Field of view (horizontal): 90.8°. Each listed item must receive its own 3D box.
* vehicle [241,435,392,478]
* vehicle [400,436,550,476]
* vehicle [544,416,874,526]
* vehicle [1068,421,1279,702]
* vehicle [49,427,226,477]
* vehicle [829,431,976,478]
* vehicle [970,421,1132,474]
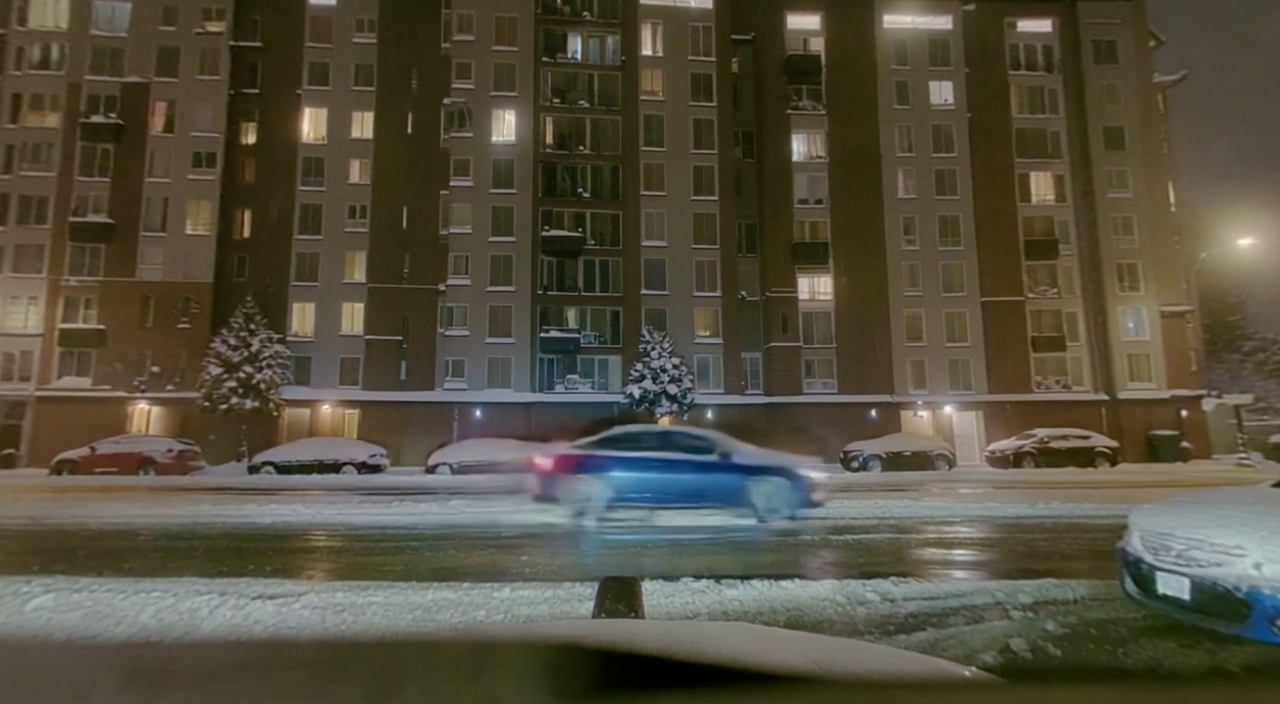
[{"bbox_3d":[-11.383,3.713,22.461,4.336,1.438,1.776,1,-8,-3],"label":"vehicle"},{"bbox_3d":[-5.765,3.725,22.563,4.851,1.339,1.785,0,-10,-2],"label":"vehicle"},{"bbox_3d":[0.960,1.825,9.939,4.609,1.508,2.039,0,-9,-1],"label":"vehicle"},{"bbox_3d":[5.900,1.229,4.173,4.714,1.471,1.978,0,-4,1],"label":"vehicle"},{"bbox_3d":[-17.495,3.512,22.202,4.426,1.641,1.889,1,-9,-5],"label":"vehicle"},{"bbox_3d":[9.451,3.690,22.948,4.521,1.411,1.726,-2,-7,-4],"label":"vehicle"},{"bbox_3d":[15.058,3.517,23.337,4.544,1.780,1.966,-1,-9,-1],"label":"vehicle"}]
